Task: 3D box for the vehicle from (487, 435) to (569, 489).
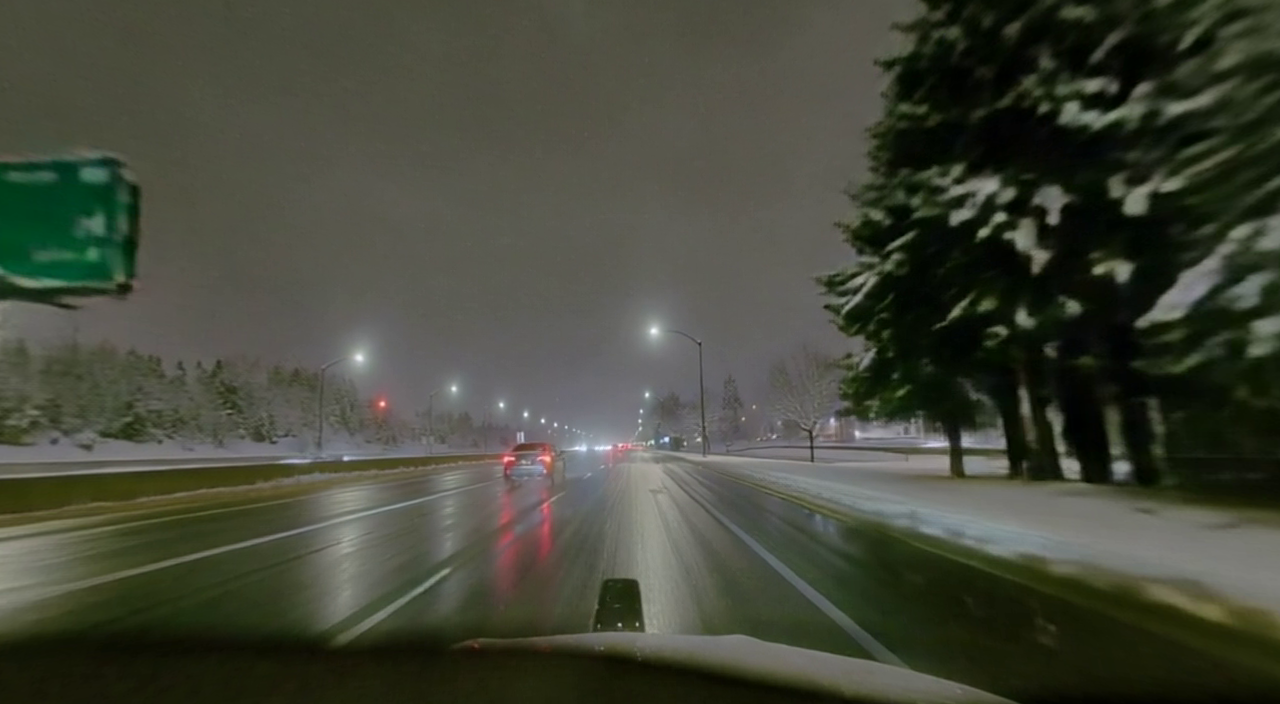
[{"bbox_3d":[-4.008,4.031,23.547,2.150,1.761,4.697,0,-8,1],"label":"vehicle"}]
